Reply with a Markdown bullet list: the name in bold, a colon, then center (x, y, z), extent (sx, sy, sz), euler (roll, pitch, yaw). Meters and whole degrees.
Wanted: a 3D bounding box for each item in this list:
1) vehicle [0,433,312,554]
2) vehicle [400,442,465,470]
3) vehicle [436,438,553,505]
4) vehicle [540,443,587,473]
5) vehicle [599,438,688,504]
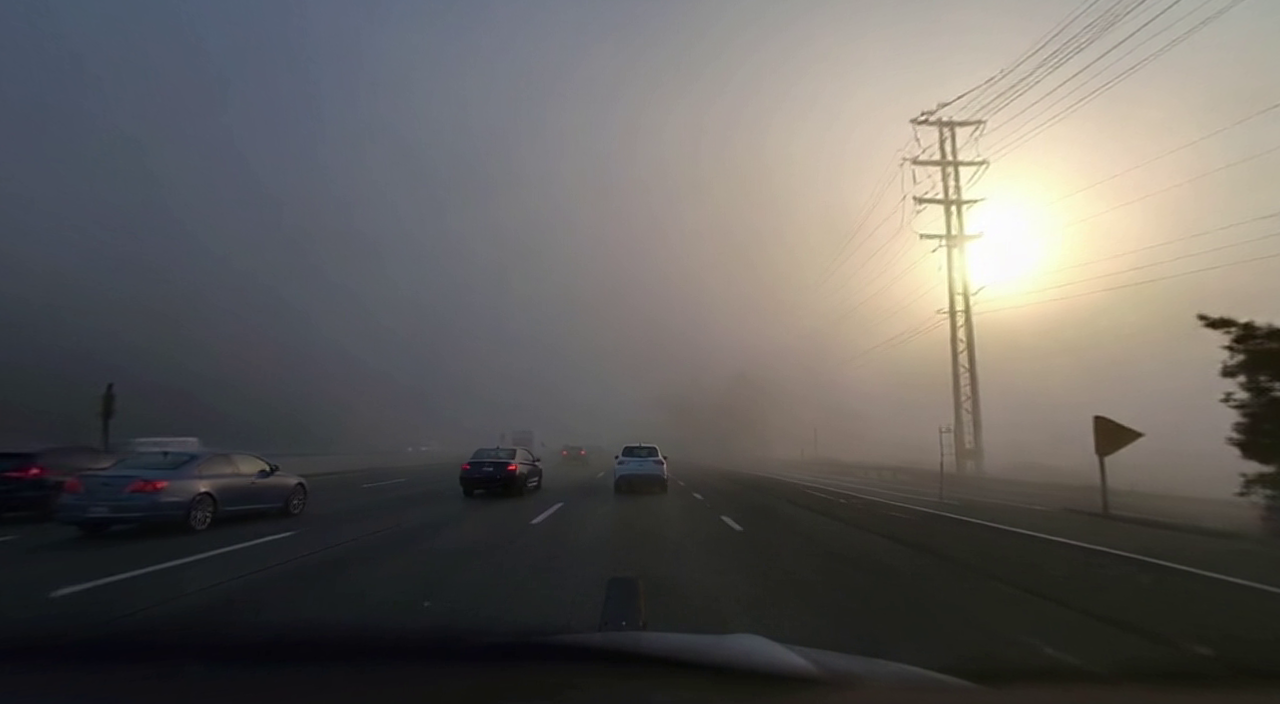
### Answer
- **vehicle**: center (-7.359, 2.057, 9.941), extent (1.867, 1.445, 4.499), euler (0, -9, 1)
- **vehicle**: center (-11.974, 6.057, 36.779), extent (2.089, 1.500, 4.780), euler (0, -9, 1)
- **vehicle**: center (-3.490, 2.944, 15.953), extent (1.912, 1.464, 4.115), euler (0, -9, 1)
- **vehicle**: center (-3.911, 5.483, 32.826), extent (2.013, 1.437, 3.801), euler (0, -9, 0)
- **vehicle**: center (0.025, 3.037, 16.568), extent (2.018, 1.470, 4.491), euler (0, -9, -1)
